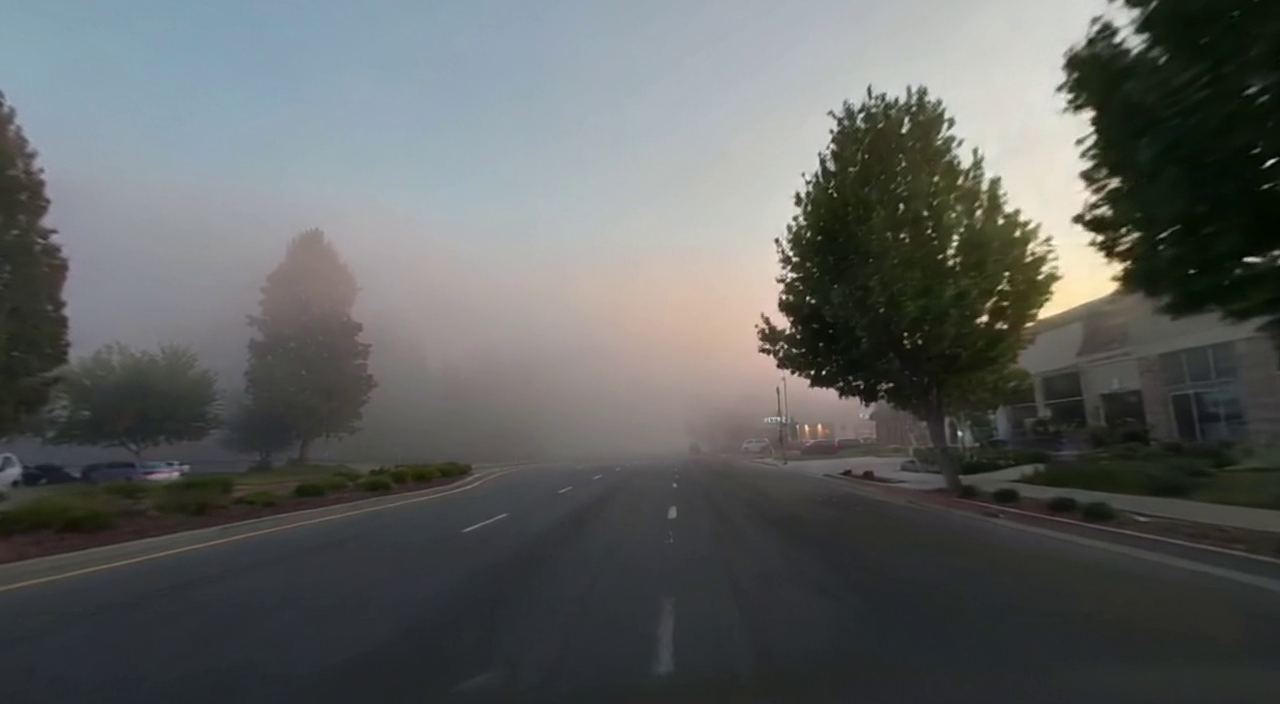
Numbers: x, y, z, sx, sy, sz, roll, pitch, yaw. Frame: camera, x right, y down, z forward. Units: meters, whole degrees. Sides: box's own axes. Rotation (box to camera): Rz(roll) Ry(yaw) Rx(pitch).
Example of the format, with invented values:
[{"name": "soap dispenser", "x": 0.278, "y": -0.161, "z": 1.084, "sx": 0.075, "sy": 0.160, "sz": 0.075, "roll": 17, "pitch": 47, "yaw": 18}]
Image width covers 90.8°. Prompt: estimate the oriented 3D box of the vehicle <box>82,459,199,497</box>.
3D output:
[{"name": "vehicle", "x": -22.165, "y": 5.574, "z": 28.258, "sx": 1.618, "sy": 1.425, "sz": 4.159, "roll": -1, "pitch": -9, "yaw": 4}]
